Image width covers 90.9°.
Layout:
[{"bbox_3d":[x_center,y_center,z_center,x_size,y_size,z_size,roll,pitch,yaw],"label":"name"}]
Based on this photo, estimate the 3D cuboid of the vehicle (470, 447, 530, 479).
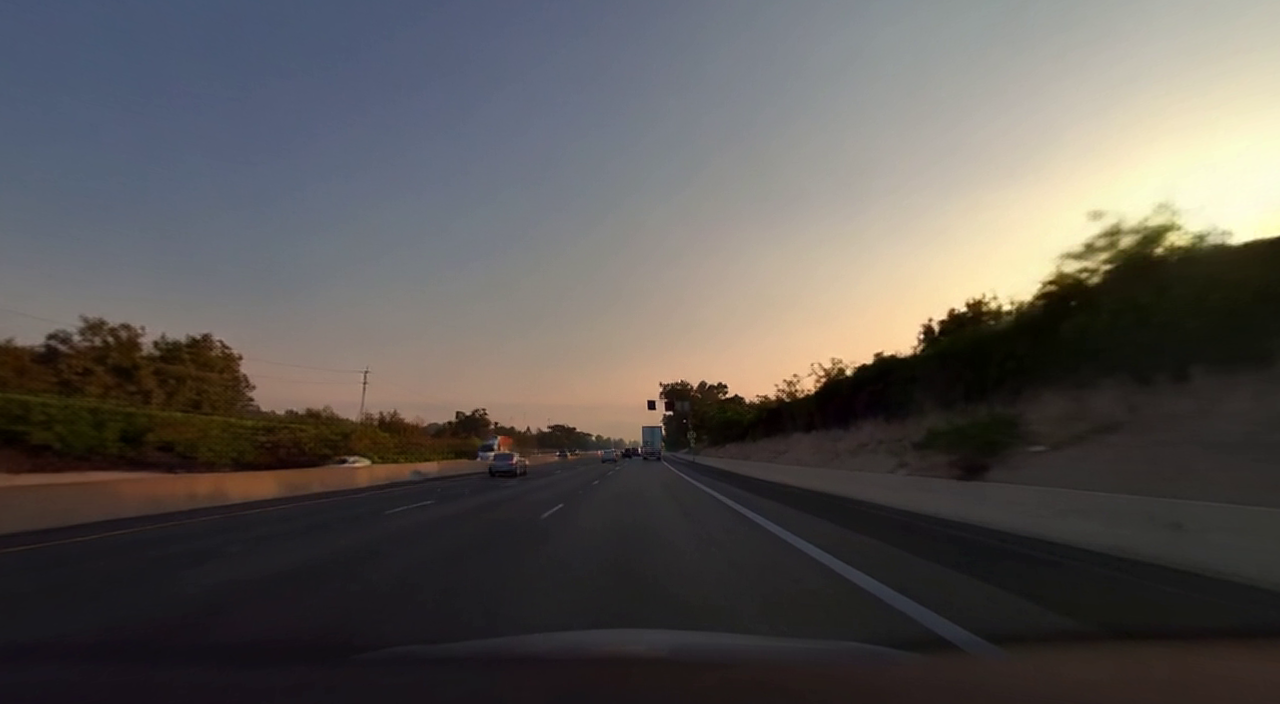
[{"bbox_3d":[-7.210,5.762,32.962,2.031,1.521,4.503,0,-9,1],"label":"vehicle"}]
